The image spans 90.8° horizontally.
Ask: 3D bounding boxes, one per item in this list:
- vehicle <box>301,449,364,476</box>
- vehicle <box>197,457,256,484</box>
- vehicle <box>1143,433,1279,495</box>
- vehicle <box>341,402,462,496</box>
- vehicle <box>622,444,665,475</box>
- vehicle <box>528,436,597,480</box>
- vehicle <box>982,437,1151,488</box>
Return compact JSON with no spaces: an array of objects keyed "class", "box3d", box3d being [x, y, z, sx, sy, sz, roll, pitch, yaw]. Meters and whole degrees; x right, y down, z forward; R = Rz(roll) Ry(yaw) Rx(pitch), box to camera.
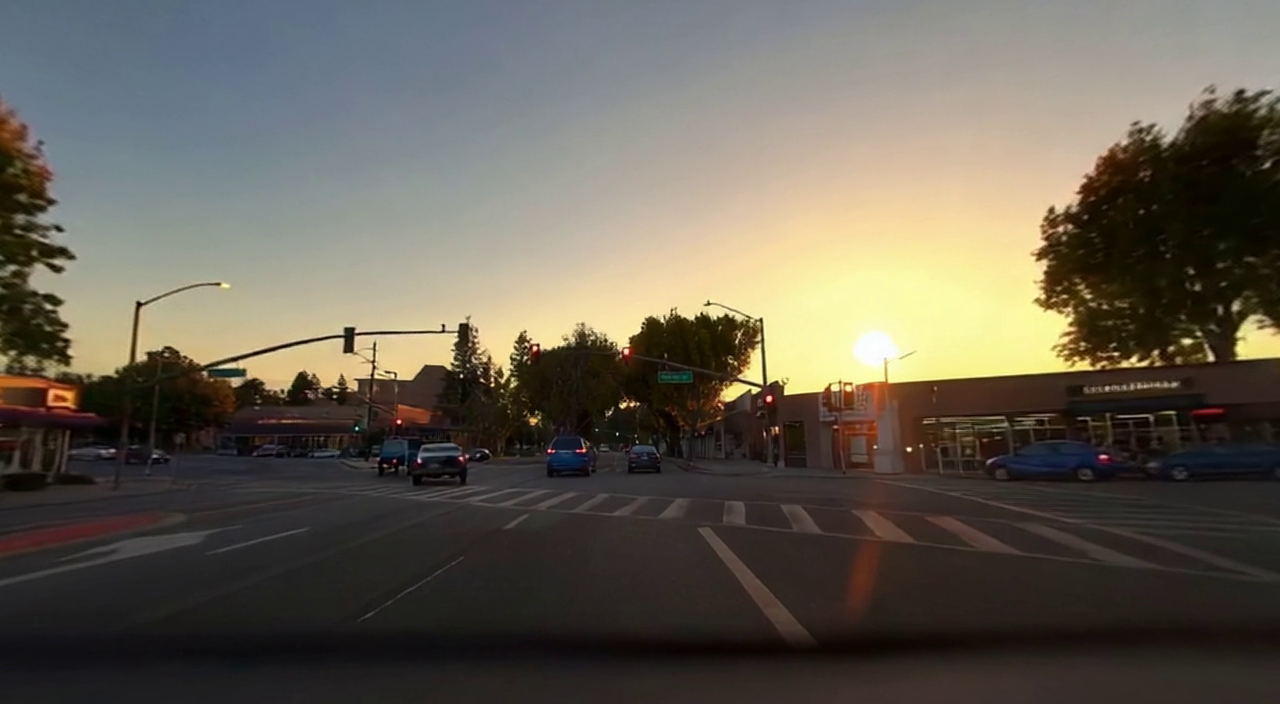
[{"class":"vehicle","box3d":[-22.402,7.950,45.909,5.425,1.787,2.191,-8,-12,43]},{"class":"vehicle","box3d":[-25.285,7.172,38.553,4.432,1.480,1.915,-8,-12,43]},{"class":"vehicle","box3d":[15.720,2.807,15.942,4.520,1.455,1.968,-6,-11,35]},{"class":"vehicle","box3d":[-7.533,3.143,20.611,2.507,2.667,4.567,1,-9,-6]},{"class":"vehicle","box3d":[0.181,5.551,32.907,2.103,1.487,4.101,0,-9,0]},{"class":"vehicle","box3d":[-3.350,4.759,28.611,2.464,1.777,5.128,0,-9,0]},{"class":"vehicle","box3d":[14.149,3.656,21.181,4.406,1.512,1.935,-6,-10,35]}]
